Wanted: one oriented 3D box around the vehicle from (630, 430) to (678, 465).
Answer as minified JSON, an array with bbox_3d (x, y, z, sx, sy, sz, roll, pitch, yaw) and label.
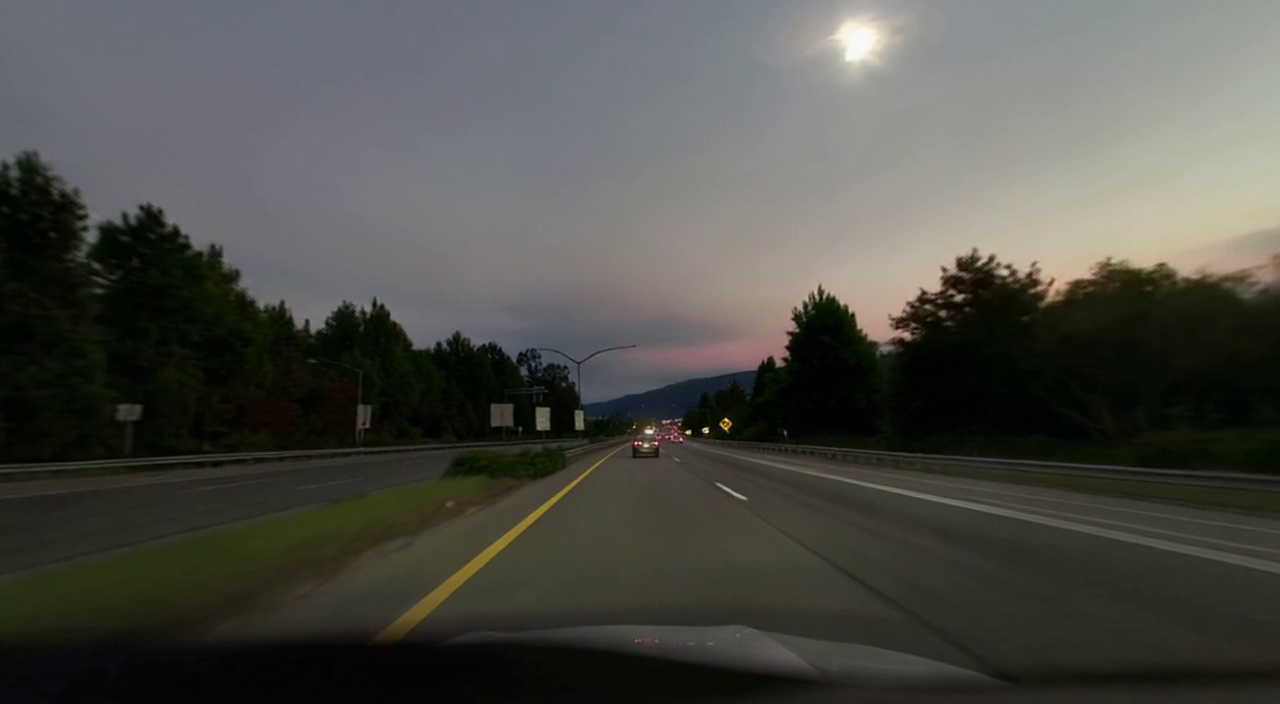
[{"bbox_3d":[0.581,4.463,29.537,2.046,1.526,3.903,0,-8,-1],"label":"vehicle"}]
